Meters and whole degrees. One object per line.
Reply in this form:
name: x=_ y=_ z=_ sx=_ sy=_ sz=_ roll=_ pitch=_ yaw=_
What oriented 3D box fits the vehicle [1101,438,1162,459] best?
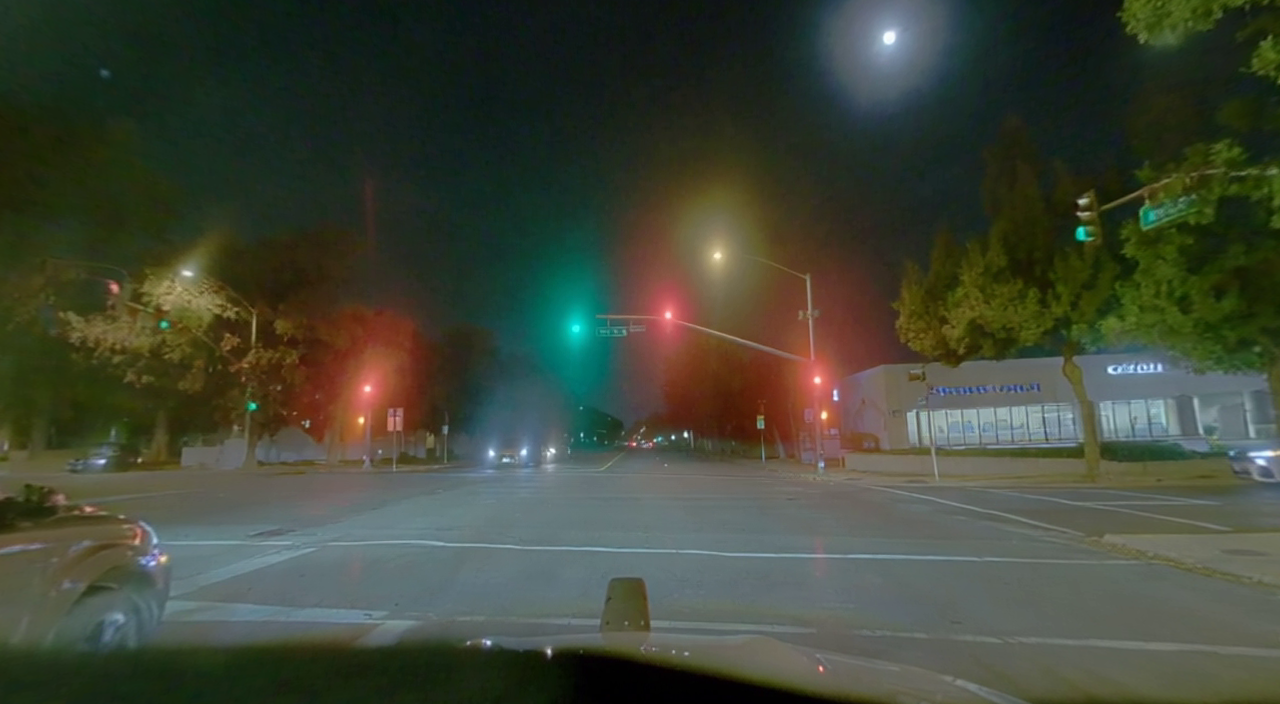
vehicle: x=38.487 y=7.555 z=49.506 sx=1.837 sy=1.514 sz=4.786 roll=-2 pitch=-9 yaw=13

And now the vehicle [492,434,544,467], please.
vehicle: x=-7.161 y=5.850 z=37.457 sx=2.081 sy=1.818 sz=4.782 roll=0 pitch=-8 yaw=1

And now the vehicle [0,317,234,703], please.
vehicle: x=-3.451 y=0.621 z=1.444 sx=2.000 sy=1.789 sz=4.638 roll=0 pitch=-8 yaw=-2

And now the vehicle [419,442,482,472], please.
vehicle: x=-10.632 y=5.907 z=35.695 sx=2.041 sy=1.548 sz=4.868 roll=0 pitch=-8 yaw=0

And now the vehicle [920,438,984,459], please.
vehicle: x=21.467 y=6.650 z=43.374 sx=3.576 sy=1.425 sz=1.702 roll=2 pitch=-9 yaw=-12

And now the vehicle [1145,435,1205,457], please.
vehicle: x=41.166 y=7.284 z=48.627 sx=1.767 sy=1.456 sz=4.191 roll=-4 pitch=-11 yaw=15
